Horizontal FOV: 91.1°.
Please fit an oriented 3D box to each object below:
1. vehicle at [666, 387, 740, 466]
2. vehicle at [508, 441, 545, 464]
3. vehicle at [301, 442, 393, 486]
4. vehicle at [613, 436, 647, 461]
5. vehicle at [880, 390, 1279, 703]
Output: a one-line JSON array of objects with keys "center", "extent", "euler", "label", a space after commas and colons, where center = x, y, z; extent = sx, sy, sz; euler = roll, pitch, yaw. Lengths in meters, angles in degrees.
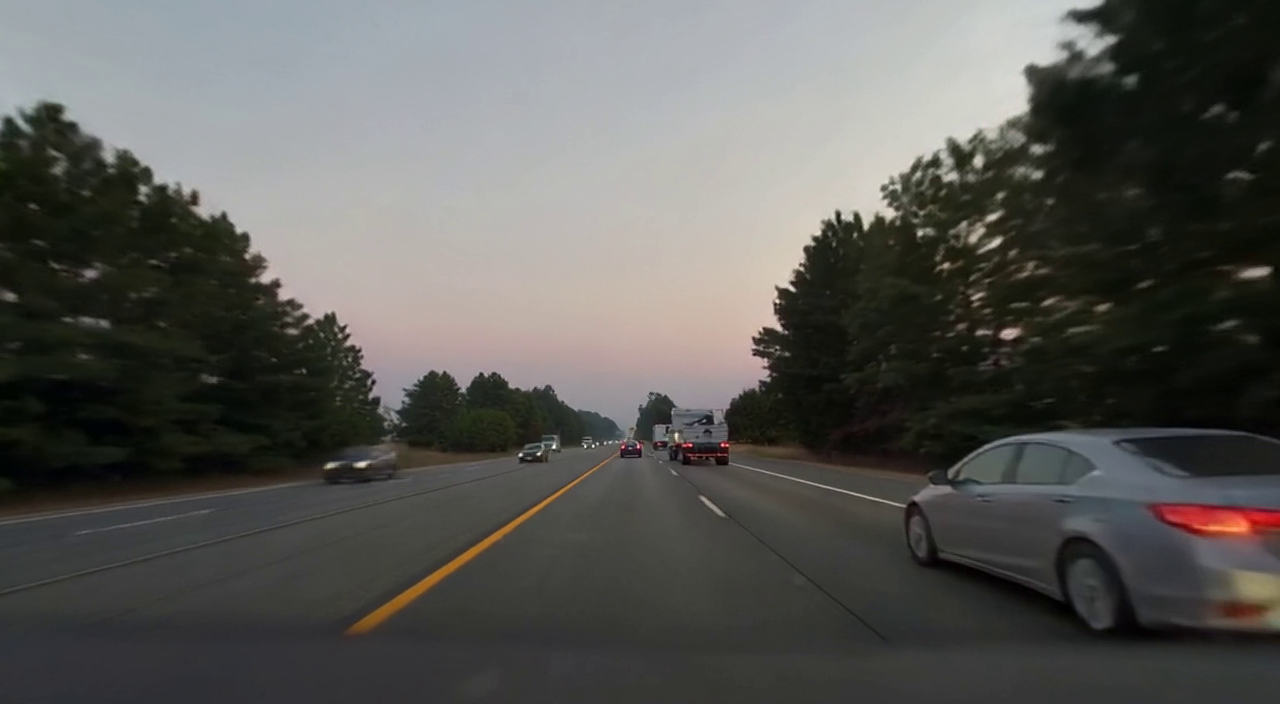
[{"center": [3.510, 4.743, 39.070], "extent": [2.919, 4.004, 13.911], "euler": [0, -8, -1], "label": "vehicle"}, {"center": [-8.190, 7.240, 45.649], "extent": [1.862, 1.525, 4.059], "euler": [0, -8, 0], "label": "vehicle"}, {"center": [-12.165, 4.628, 26.444], "extent": [1.900, 1.638, 4.089], "euler": [0, -8, 0], "label": "vehicle"}, {"center": [-0.695, 6.627, 43.622], "extent": [2.192, 1.623, 4.887], "euler": [0, -8, -1], "label": "vehicle"}, {"center": [3.752, 1.211, 4.792], "extent": [2.072, 1.534, 4.300], "euler": [0, -8, -1], "label": "vehicle"}]
